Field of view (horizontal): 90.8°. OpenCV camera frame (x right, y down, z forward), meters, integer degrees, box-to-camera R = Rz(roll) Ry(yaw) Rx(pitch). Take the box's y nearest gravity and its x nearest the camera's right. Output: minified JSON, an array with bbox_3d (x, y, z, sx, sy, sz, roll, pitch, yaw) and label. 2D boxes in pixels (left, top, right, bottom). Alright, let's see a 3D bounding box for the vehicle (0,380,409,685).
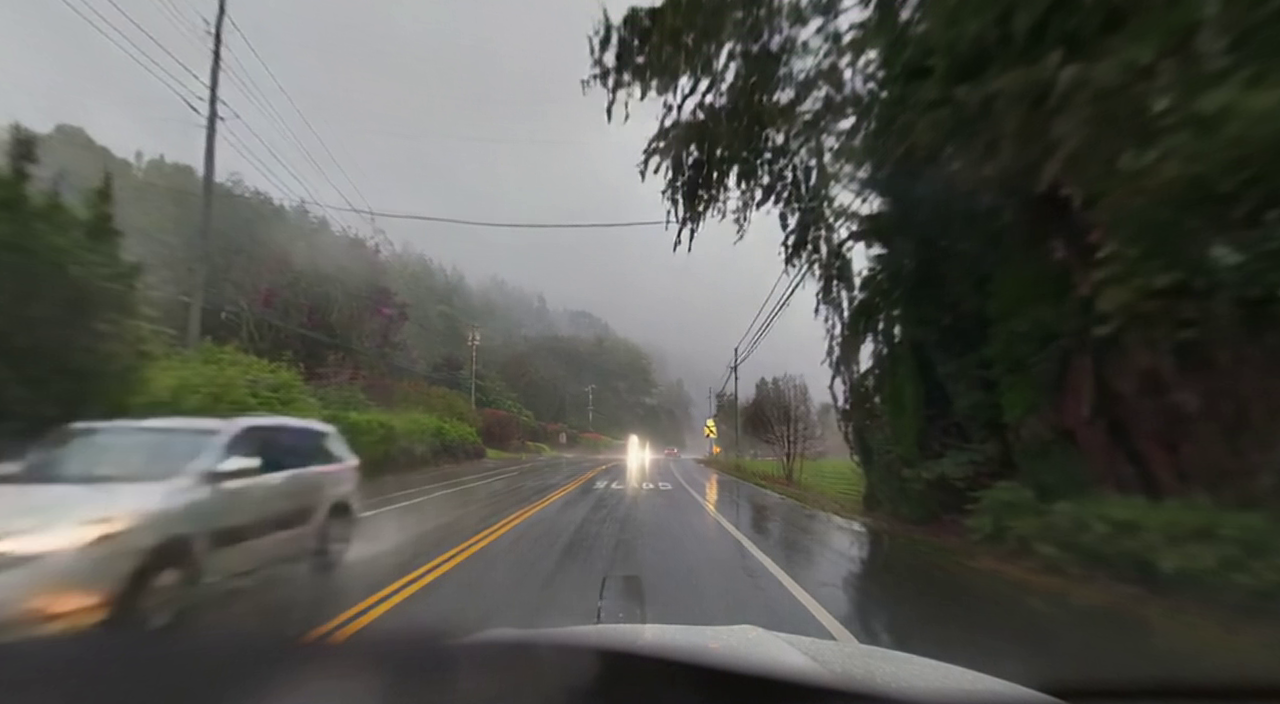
[{"bbox_3d":[-3.992,1.343,5.833,2.018,1.702,4.423,0,-9,0],"label":"vehicle"}]
